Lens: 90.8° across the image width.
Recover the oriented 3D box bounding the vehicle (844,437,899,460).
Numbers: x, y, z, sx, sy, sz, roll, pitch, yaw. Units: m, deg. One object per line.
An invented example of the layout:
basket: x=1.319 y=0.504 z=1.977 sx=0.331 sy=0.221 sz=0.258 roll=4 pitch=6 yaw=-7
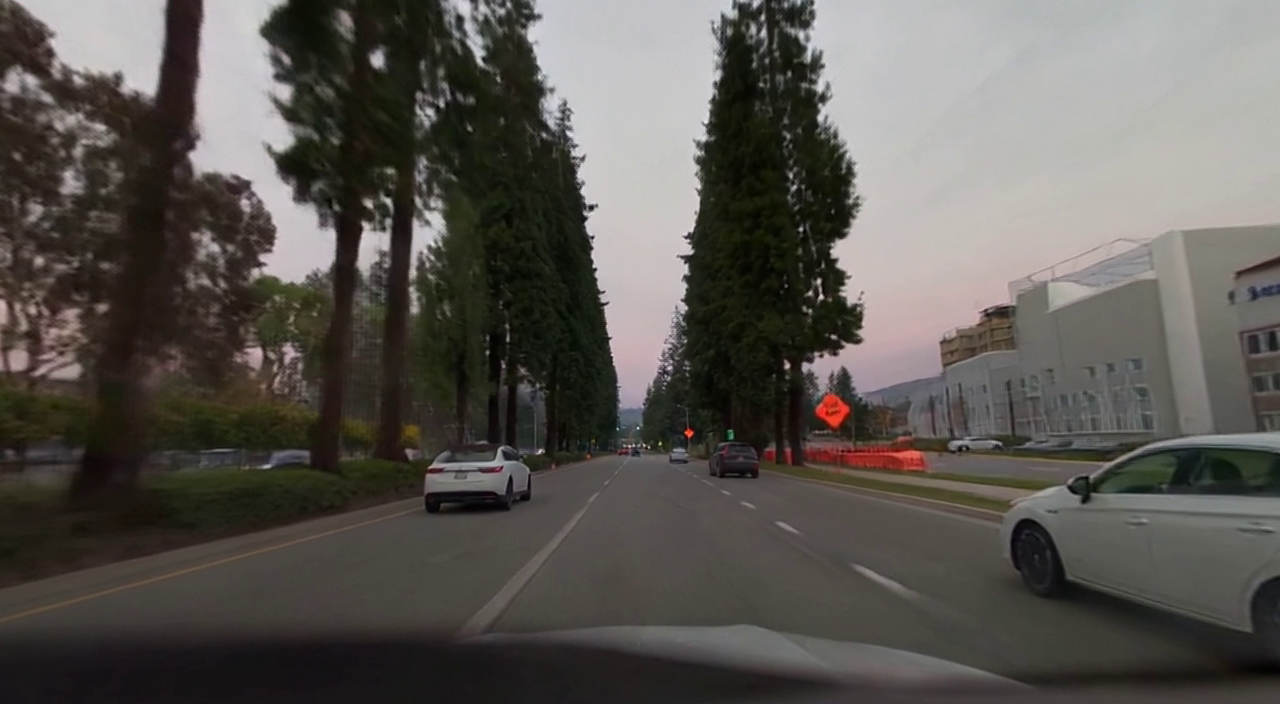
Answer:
vehicle: x=17.062 y=7.142 z=46.796 sx=1.941 sy=1.559 sz=4.633 roll=1 pitch=-9 yaw=-6

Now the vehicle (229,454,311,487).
vehicle: x=-20.607 y=6.562 z=35.404 sx=1.923 sy=1.669 sz=4.407 roll=0 pitch=-9 yaw=0

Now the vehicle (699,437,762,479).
vehicle: x=4.183 y=5.001 z=30.033 sx=2.159 sy=1.793 sz=4.735 roll=0 pitch=-9 yaw=-1

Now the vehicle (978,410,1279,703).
vehicle: x=4.120 y=1.165 z=3.991 sx=1.827 sy=1.491 sz=3.743 roll=0 pitch=-9 yaw=-1

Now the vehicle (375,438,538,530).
vehicle: x=-3.363 y=2.496 z=12.510 sx=2.020 sy=1.474 sz=4.098 roll=0 pitch=-9 yaw=0
